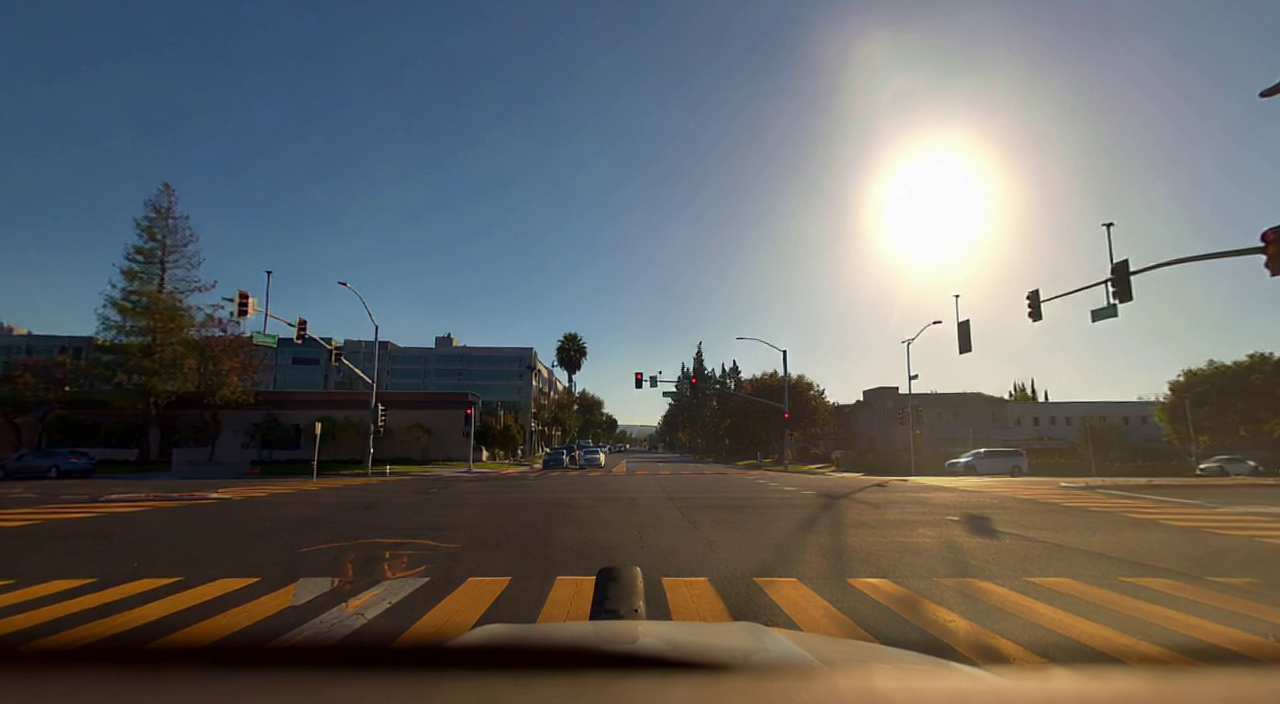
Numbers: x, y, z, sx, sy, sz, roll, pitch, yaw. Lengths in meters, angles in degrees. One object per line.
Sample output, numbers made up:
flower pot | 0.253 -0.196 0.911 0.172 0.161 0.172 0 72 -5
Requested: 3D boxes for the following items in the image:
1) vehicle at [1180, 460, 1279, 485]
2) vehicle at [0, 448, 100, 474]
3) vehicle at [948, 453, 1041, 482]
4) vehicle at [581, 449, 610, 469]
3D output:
vehicle | 36.212 7.317 38.301 4.976 1.428 1.929 0 -9 -2
vehicle | -35.143 6.420 37.178 4.741 1.447 1.807 0 -9 0
vehicle | 21.095 6.880 37.586 4.447 1.623 1.801 0 -9 -3
vehicle | -3.456 8.359 49.210 1.908 1.441 4.142 0 -8 1
